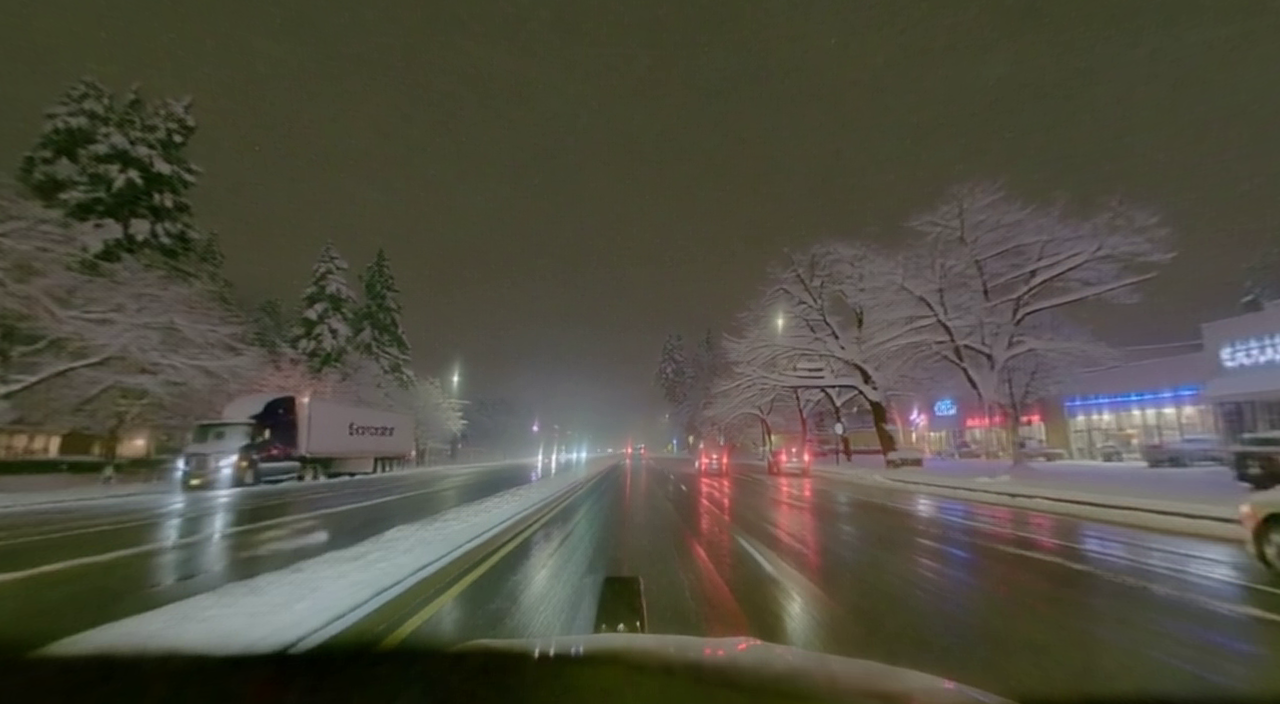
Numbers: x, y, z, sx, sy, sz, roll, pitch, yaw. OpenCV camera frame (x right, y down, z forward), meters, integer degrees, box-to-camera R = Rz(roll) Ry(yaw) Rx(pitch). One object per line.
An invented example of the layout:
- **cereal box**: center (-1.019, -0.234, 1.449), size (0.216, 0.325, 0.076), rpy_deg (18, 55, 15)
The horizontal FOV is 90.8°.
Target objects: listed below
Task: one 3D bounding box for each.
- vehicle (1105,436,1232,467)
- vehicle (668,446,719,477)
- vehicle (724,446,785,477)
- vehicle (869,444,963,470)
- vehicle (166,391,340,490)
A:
- **vehicle**: center (36.145, 6.839, 43.445), size (2.545, 1.938, 5.985), rpy_deg (4, -10, -28)
- **vehicle**: center (2.681, 5.594, 32.514), size (2.099, 1.463, 4.365), rpy_deg (0, -9, -2)
- **vehicle**: center (5.885, 5.677, 33.148), size (2.150, 1.485, 4.919), rpy_deg (0, -9, -2)
- **vehicle**: center (16.637, 6.341, 38.284), size (4.679, 1.448, 2.178), rpy_deg (0, -9, -4)
- **vehicle**: center (-19.094, 4.541, 32.238), size (3.008, 4.297, 9.041), rpy_deg (0, -9, 0)
